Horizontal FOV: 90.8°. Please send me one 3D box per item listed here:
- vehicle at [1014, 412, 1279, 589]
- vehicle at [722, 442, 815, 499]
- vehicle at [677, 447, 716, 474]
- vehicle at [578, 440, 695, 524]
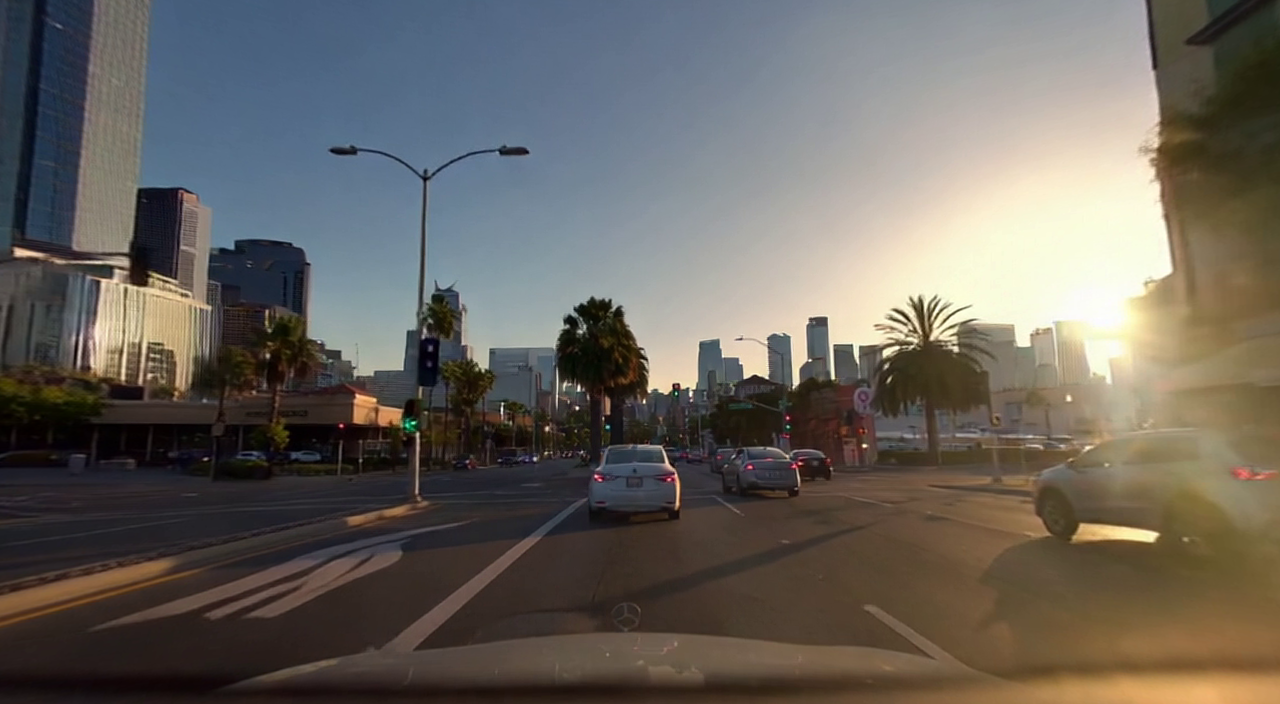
[{"bbox_3d":[7.042,1.712,8.066,1.940,1.674,4.085,0,-8,-1],"label":"vehicle"},{"bbox_3d":[3.812,3.577,19.506,1.892,1.532,4.177,0,-8,-1],"label":"vehicle"},{"bbox_3d":[3.494,6.795,39.839,2.012,1.570,4.600,0,-8,0],"label":"vehicle"},{"bbox_3d":[-0.106,2.660,13.484,2.110,1.487,3.873,0,-8,-1],"label":"vehicle"}]
